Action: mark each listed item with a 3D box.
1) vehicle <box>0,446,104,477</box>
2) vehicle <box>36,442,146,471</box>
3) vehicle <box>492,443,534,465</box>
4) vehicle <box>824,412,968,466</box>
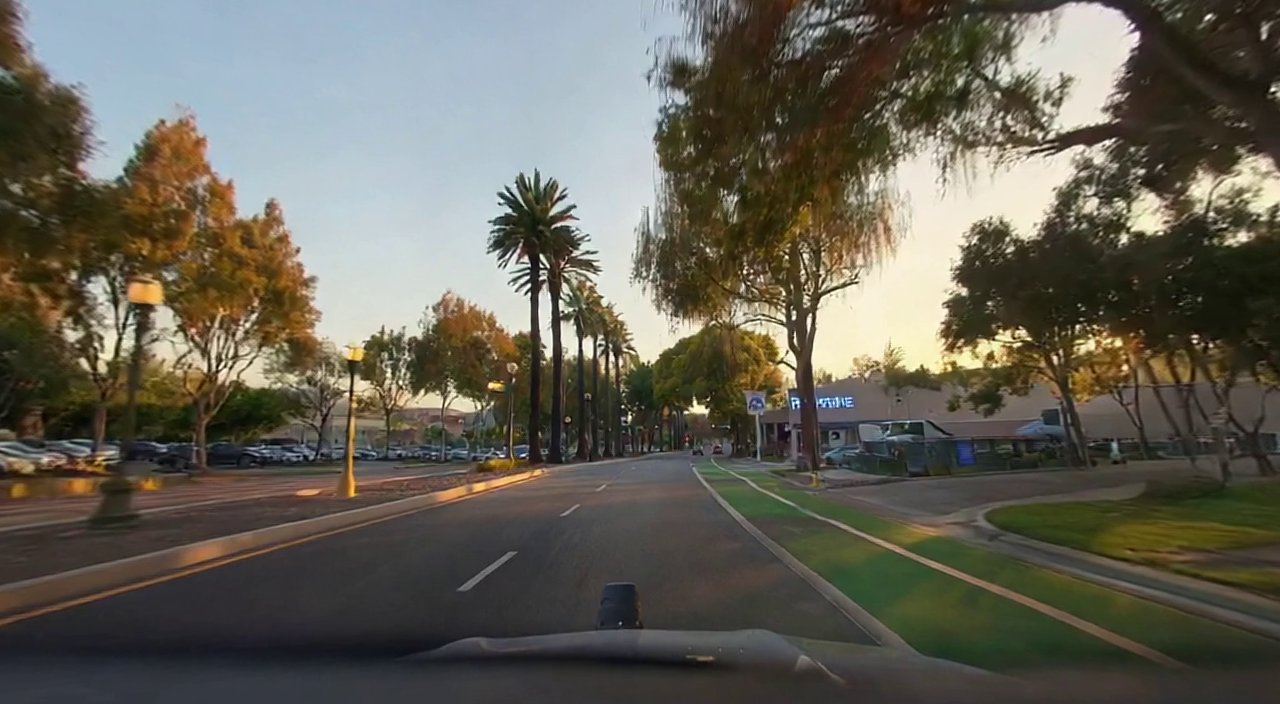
[{"bbox_3d":[-29.987,5.440,31.477,4.683,1.446,2.037,0,-8,0],"label":"vehicle"},{"bbox_3d":[-29.896,5.670,34.503,4.143,1.501,1.929,0,-8,0],"label":"vehicle"},{"bbox_3d":[-9.390,7.574,47.097,1.925,1.492,4.200,-1,-9,5],"label":"vehicle"},{"bbox_3d":[15.549,5.311,38.698,7.635,3.131,2.691,0,-9,-4],"label":"vehicle"}]
